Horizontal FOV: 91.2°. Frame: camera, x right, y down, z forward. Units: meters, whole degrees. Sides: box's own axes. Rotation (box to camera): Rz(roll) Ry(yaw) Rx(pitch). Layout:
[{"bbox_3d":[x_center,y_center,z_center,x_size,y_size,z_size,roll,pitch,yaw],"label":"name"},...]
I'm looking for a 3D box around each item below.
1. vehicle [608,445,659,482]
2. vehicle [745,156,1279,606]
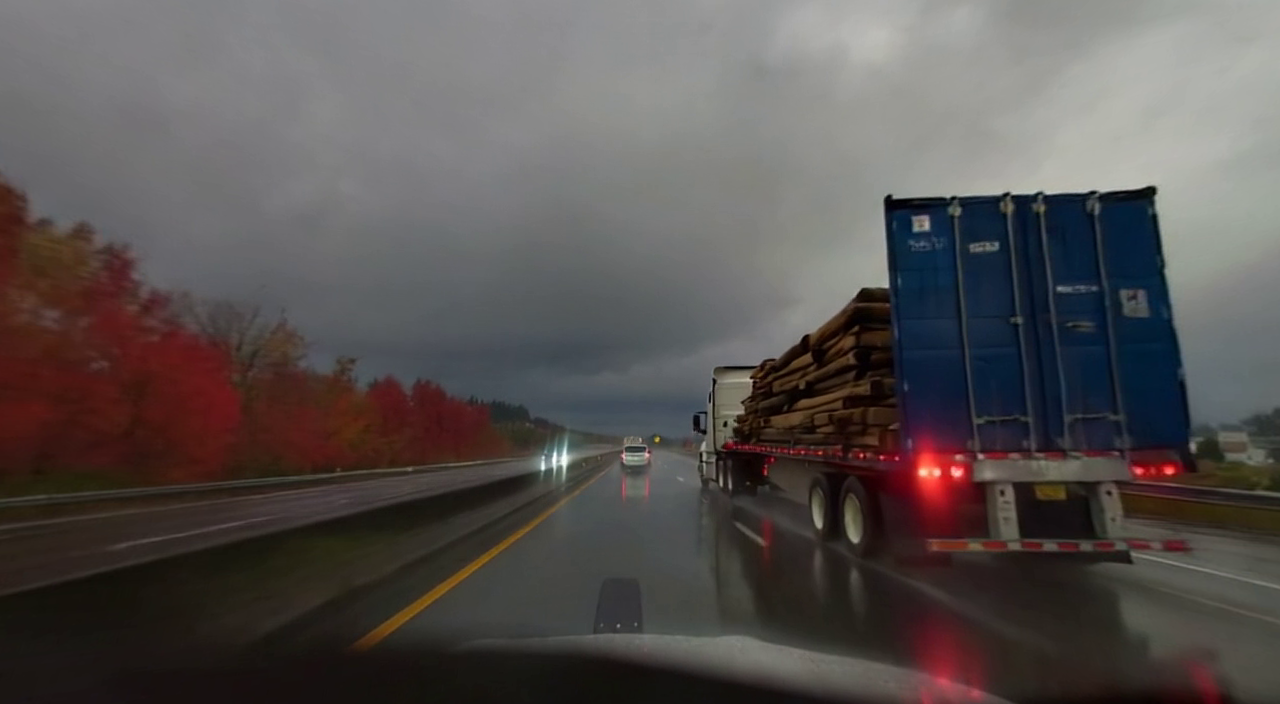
[{"bbox_3d":[-0.290,4.942,28.069,2.099,1.506,4.097,0,-9,0],"label":"vehicle"},{"bbox_3d":[3.914,0.782,9.594,3.004,3.923,8.363,0,-9,-1],"label":"vehicle"}]
